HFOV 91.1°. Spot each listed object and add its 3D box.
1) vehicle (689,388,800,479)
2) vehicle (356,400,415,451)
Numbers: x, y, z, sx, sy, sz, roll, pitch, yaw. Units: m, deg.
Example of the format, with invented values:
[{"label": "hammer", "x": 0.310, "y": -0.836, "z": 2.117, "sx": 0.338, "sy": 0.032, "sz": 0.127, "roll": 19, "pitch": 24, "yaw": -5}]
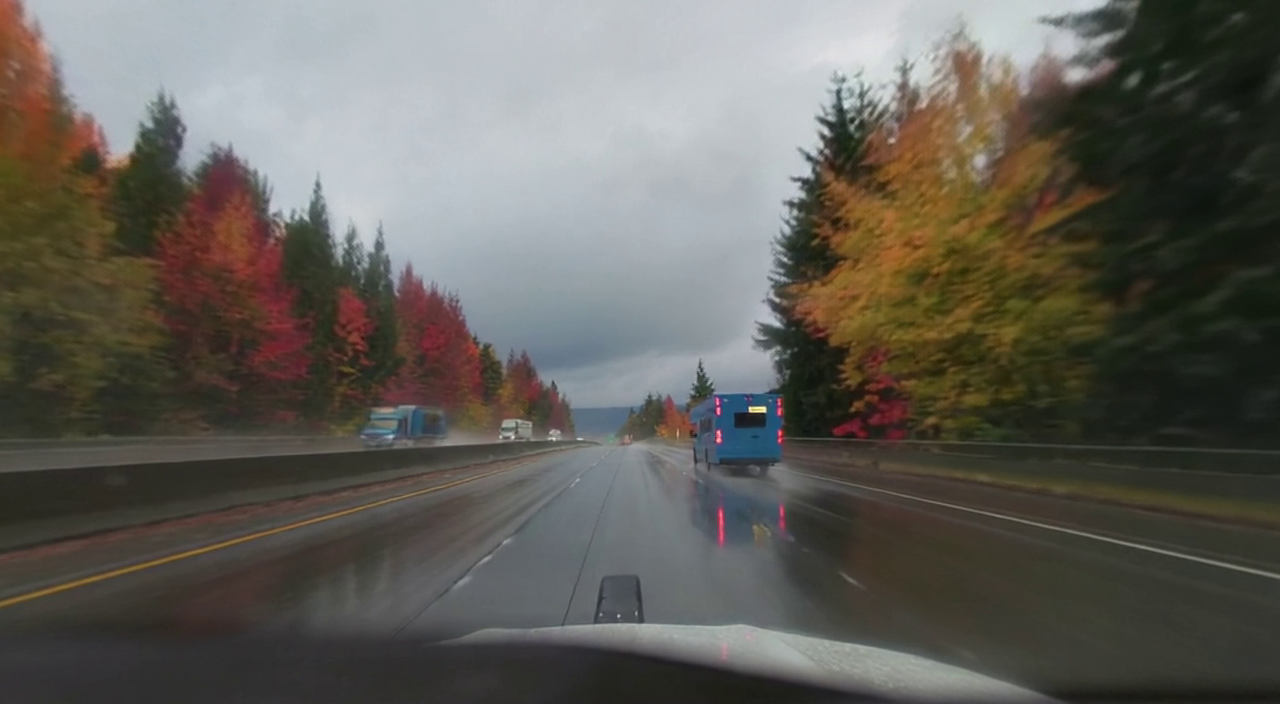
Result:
[{"label": "vehicle", "x": 3.624, "y": 3.062, "z": 23.680, "sx": 2.815, "sy": 2.876, "sz": 7.101, "roll": 0, "pitch": -8, "yaw": -1}, {"label": "vehicle", "x": -20.023, "y": 5.797, "z": 49.637, "sx": 3.298, "sy": 3.890, "sz": 2.971, "roll": 0, "pitch": -8, "yaw": -3}]
